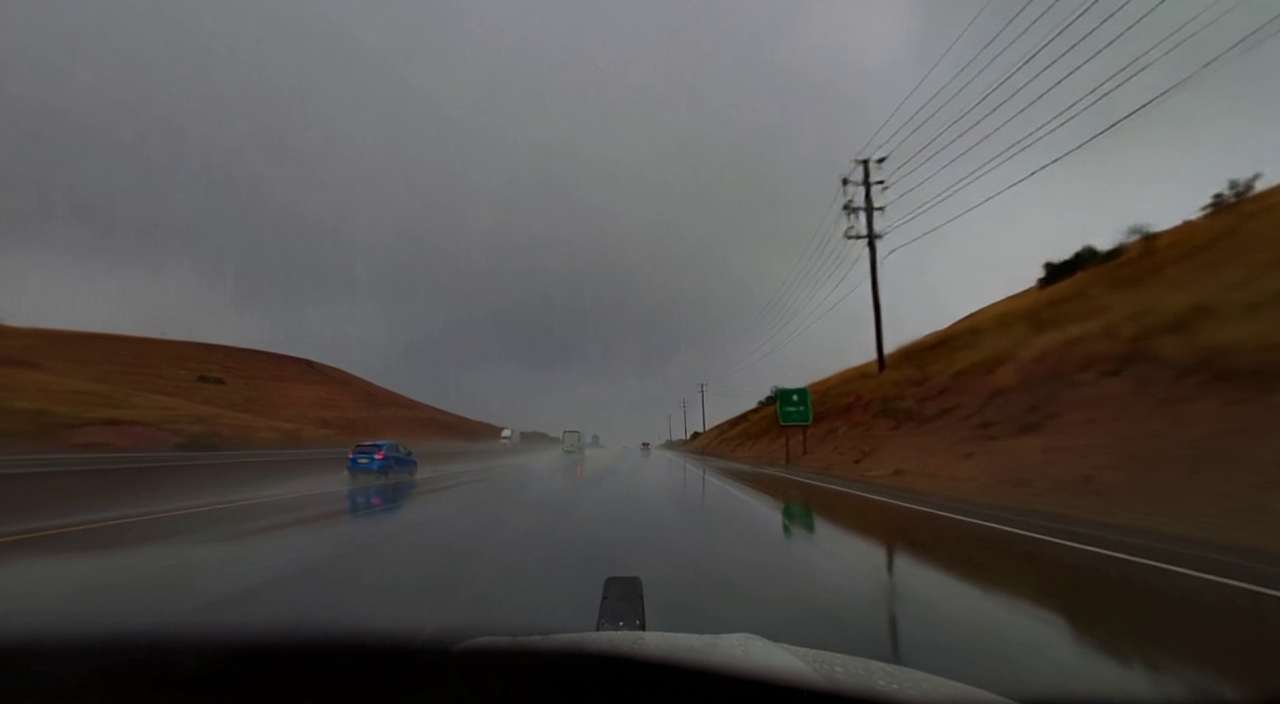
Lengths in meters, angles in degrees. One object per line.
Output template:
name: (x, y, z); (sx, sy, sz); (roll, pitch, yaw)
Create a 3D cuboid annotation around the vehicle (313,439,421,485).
vehicle: (-10.378, 4.200, 24.439); (1.971, 1.558, 4.847); (0, -8, 0)
